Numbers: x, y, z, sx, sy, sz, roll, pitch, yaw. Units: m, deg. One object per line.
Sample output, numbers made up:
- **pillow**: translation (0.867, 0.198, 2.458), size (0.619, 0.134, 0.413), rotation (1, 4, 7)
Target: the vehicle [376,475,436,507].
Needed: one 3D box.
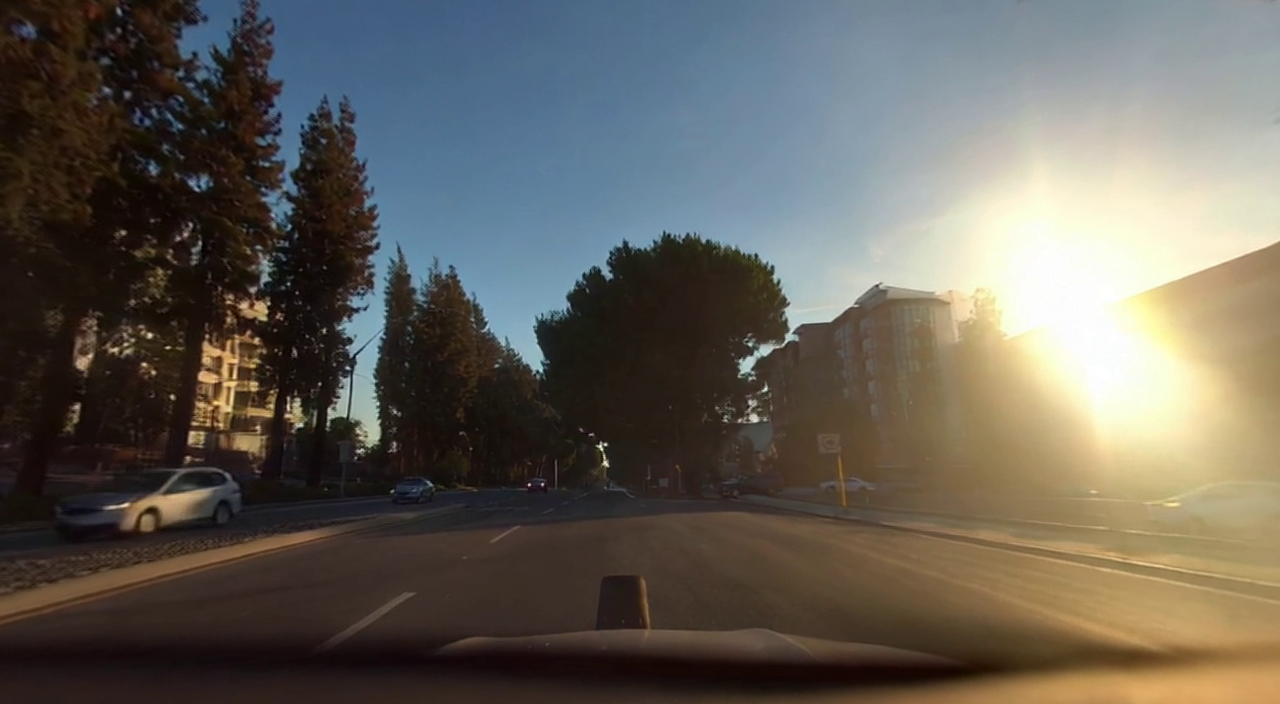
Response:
- **vehicle**: translation (-13.749, 8.170, 37.132), size (1.941, 1.511, 4.348), rotation (0, -8, -2)

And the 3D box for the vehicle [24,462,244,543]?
- **vehicle**: translation (-12.414, 3.661, 15.878), size (2.060, 1.618, 4.203), rotation (0, -8, -1)

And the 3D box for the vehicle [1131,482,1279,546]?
- **vehicle**: translation (16.145, 4.337, 16.940), size (4.030, 1.483, 1.859), rotation (-3, -15, -1)
